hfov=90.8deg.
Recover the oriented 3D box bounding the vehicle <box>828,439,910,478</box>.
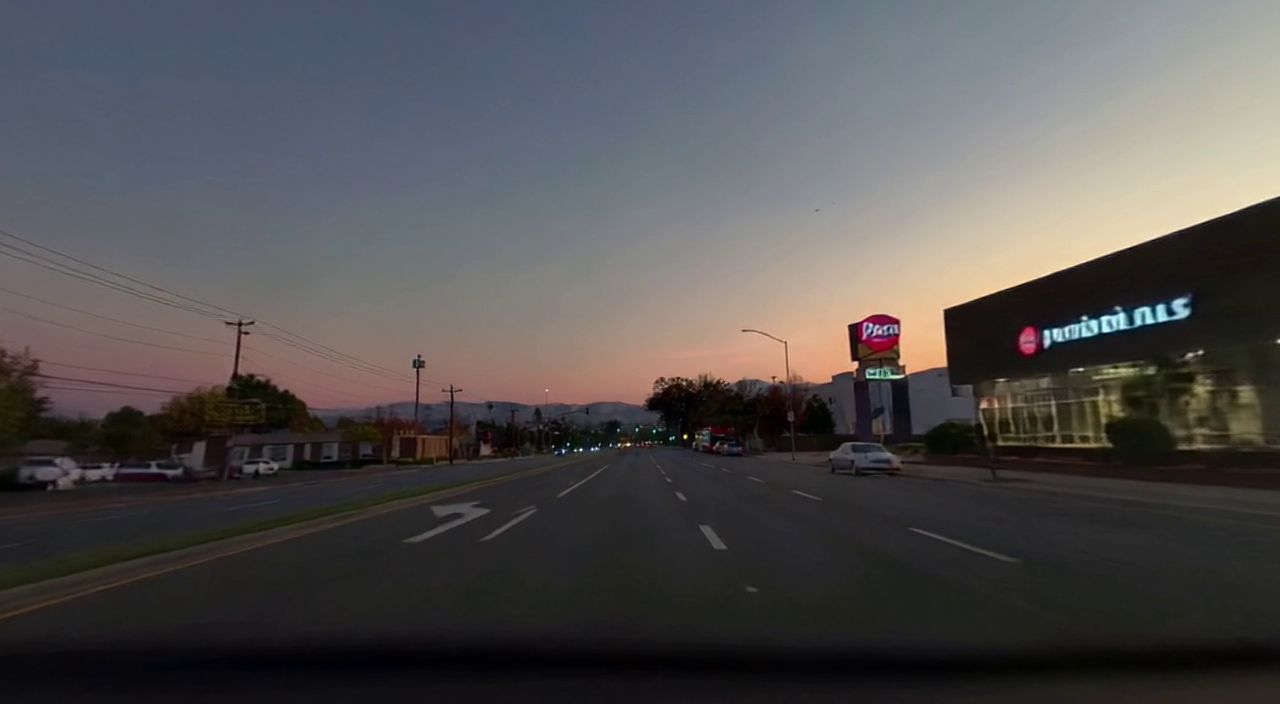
[{"bbox_3d":[10.136,4.728,28.361,1.886,1.556,4.513,0,-8,-2],"label":"vehicle"}]

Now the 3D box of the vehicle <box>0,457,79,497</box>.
[{"bbox_3d":[-34.849,7.175,36.204,2.341,2.080,5.408,3,-11,-23],"label":"vehicle"}]
